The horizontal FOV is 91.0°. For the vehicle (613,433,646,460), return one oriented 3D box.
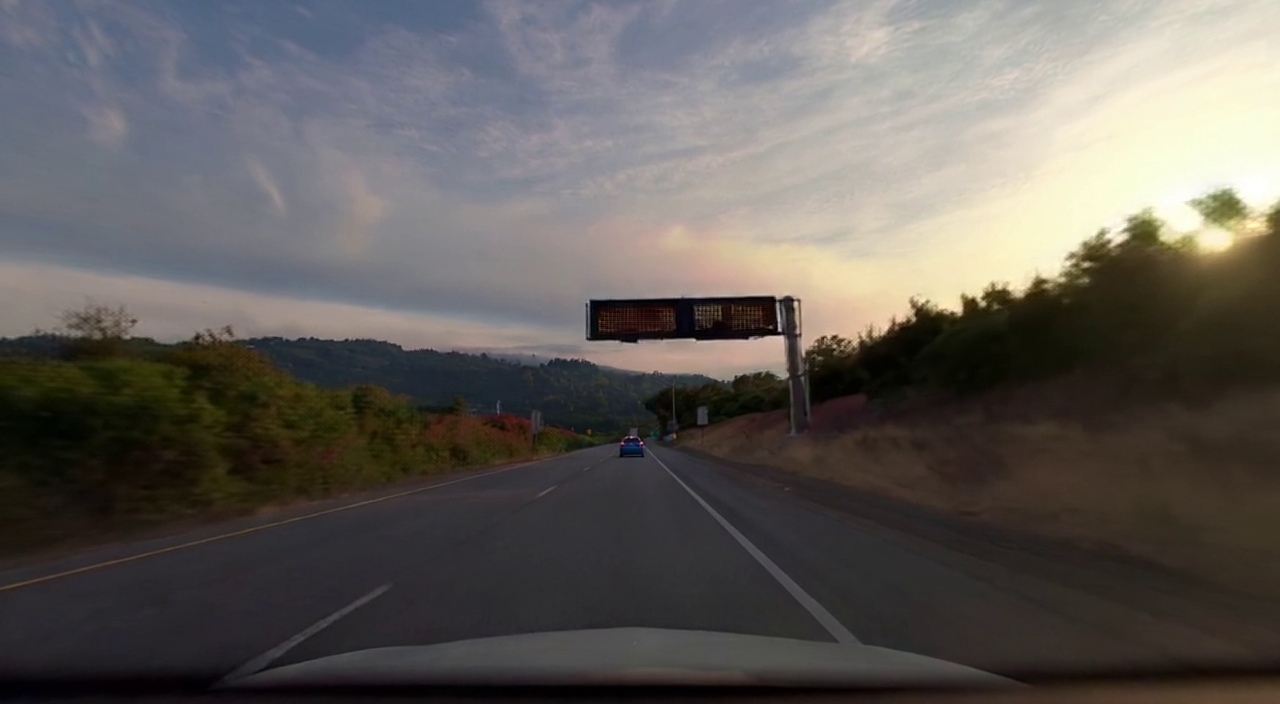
[{"bbox_3d":[-0.736,6.461,43.182,2.180,1.717,4.139,0,-8,-1],"label":"vehicle"}]
